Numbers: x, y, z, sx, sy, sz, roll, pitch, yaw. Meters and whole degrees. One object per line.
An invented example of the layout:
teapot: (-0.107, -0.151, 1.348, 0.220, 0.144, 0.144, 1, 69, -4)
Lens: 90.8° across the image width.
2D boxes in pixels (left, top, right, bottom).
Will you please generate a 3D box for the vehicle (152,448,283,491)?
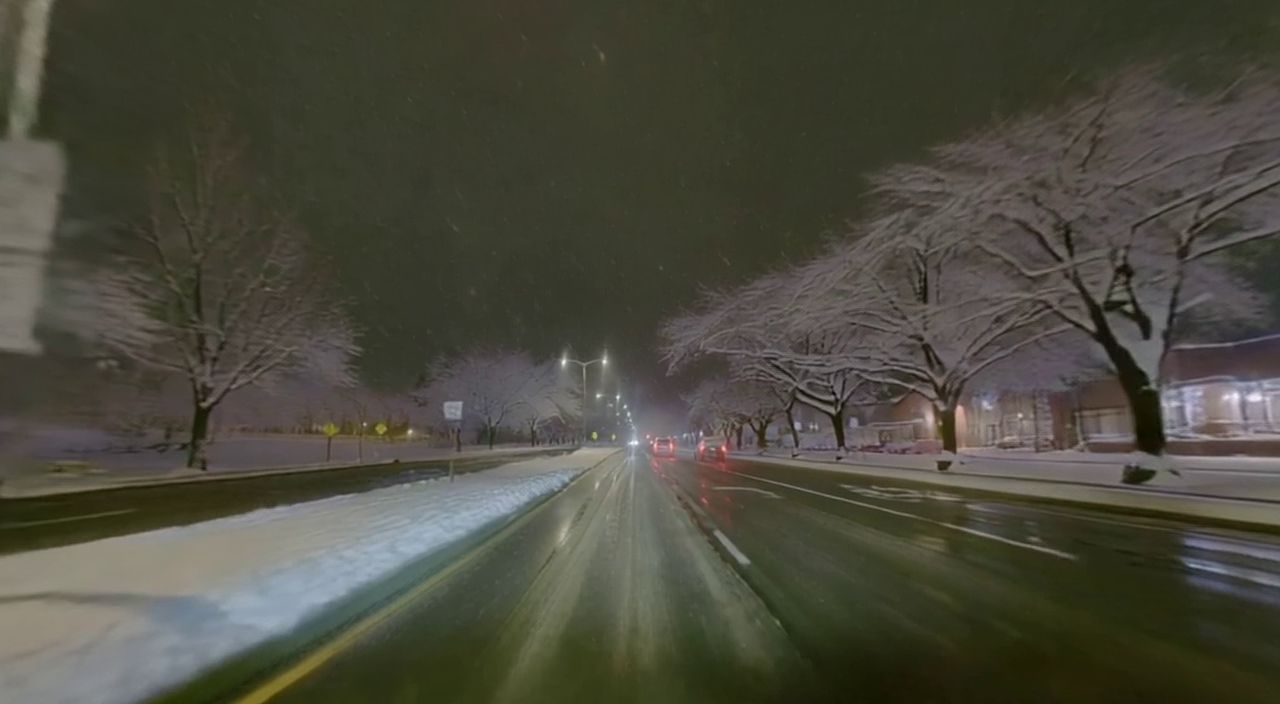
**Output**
vehicle: (-16.206, 4.493, 24.571, 1.961, 1.480, 4.520, 0, -8, 0)
